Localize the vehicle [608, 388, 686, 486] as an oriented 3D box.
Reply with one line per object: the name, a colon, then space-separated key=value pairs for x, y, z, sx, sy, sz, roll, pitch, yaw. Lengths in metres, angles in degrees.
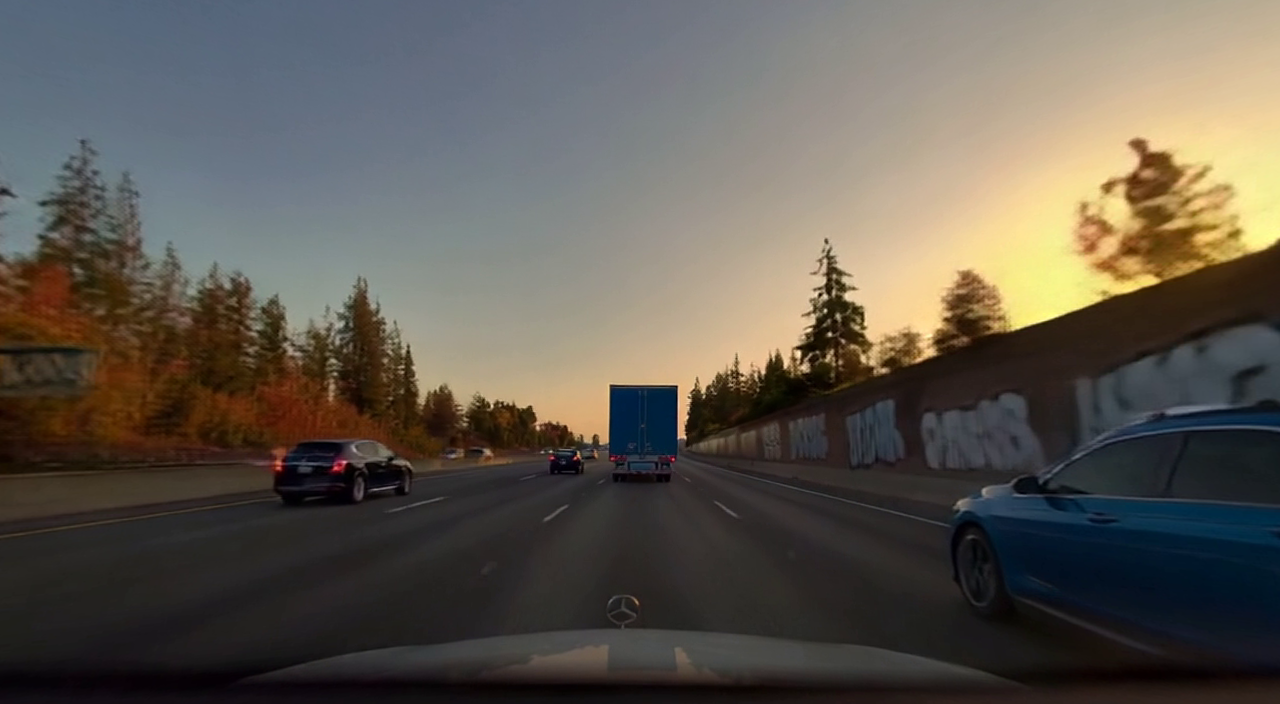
vehicle: x=0.197 y=3.976 z=28.758 sx=2.915 sy=3.661 sz=9.741 roll=0 pitch=-9 yaw=-1

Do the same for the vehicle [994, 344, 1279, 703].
vehicle: x=3.692 y=0.776 z=2.304 sx=2.205 sy=1.689 sz=4.403 roll=0 pitch=-9 yaw=0

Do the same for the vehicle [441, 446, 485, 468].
vehicle: x=-13.146 y=7.842 z=47.054 sx=2.003 sy=1.516 sz=3.922 roll=-1 pitch=-9 yaw=3

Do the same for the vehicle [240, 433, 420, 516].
vehicle: x=-6.799 y=2.729 z=14.420 sx=2.005 sy=1.607 sz=4.042 roll=0 pitch=-9 yaw=1

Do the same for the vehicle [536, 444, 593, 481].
vehicle: x=-3.301 y=4.944 z=28.275 sx=2.020 sy=1.505 sz=4.171 roll=0 pitch=-9 yaw=1
